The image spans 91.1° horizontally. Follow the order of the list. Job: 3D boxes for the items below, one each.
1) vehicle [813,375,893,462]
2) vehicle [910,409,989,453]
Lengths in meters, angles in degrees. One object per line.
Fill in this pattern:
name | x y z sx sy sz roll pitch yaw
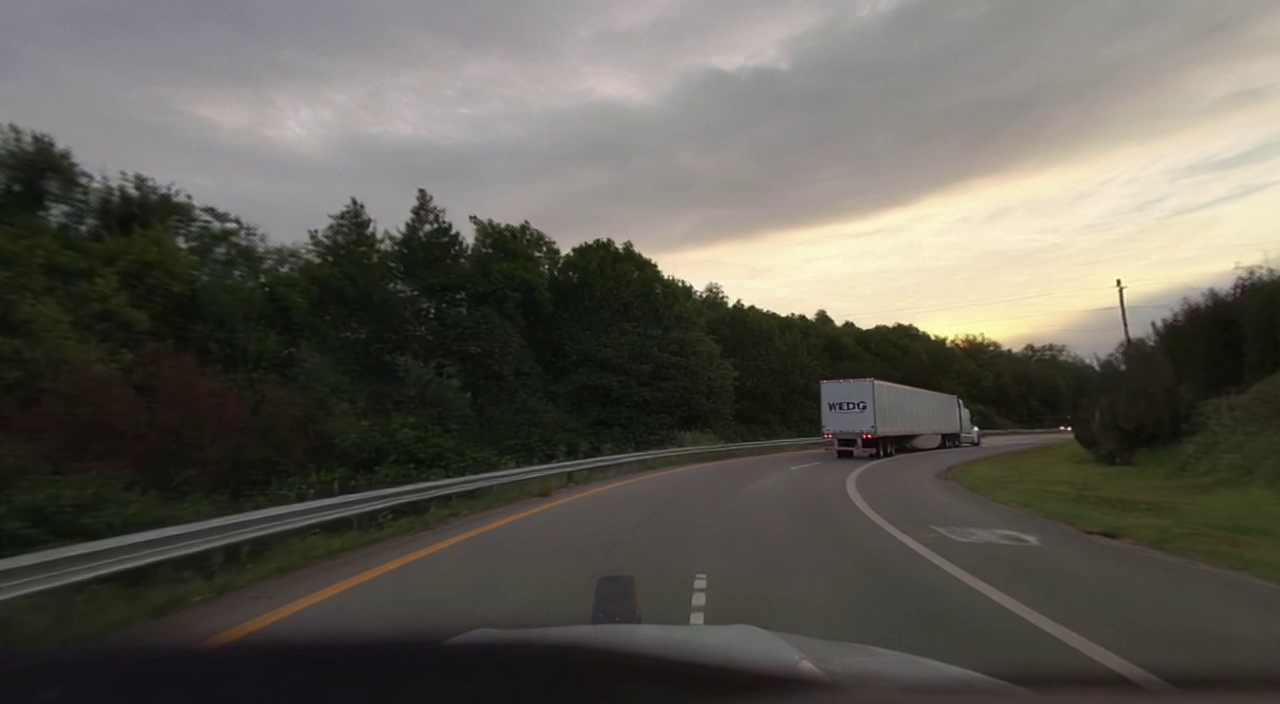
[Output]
vehicle | 9.997 3.164 29.444 2.963 3.771 3.137 -4 -9 27
vehicle | 19.781 5.060 39.957 6.650 2.524 2.120 7 -10 -42
